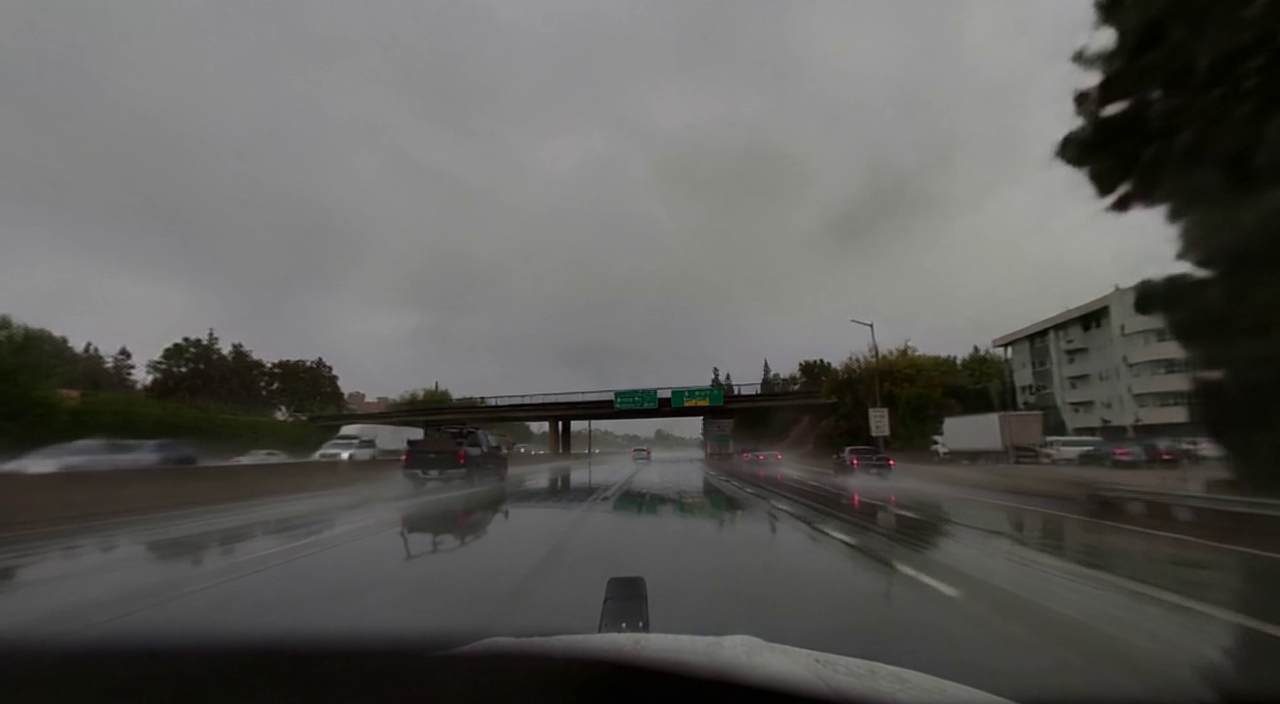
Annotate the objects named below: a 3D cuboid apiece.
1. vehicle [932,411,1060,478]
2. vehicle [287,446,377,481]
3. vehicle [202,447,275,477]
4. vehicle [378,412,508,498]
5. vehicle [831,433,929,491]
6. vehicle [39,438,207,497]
[{"bbox_3d":[20.947,5.552,37.905,3.022,3.547,8.645,-1,-8,4],"label":"vehicle"},{"bbox_3d":[-15.347,5.562,31.773,2.049,1.564,4.596,0,-8,3],"label":"vehicle"},{"bbox_3d":[-28.174,7.701,44.487,1.979,1.986,4.959,0,-8,-1],"label":"vehicle"},{"bbox_3d":[-6.065,3.246,20.278,2.264,2.379,5.248,0,-8,2],"label":"vehicle"},{"bbox_3d":[8.746,4.022,23.470,2.146,1.929,4.388,-1,-8,4],"label":"vehicle"},{"bbox_3d":[-19.700,4.381,24.449,2.131,2.035,4.986,0,-8,2],"label":"vehicle"}]
